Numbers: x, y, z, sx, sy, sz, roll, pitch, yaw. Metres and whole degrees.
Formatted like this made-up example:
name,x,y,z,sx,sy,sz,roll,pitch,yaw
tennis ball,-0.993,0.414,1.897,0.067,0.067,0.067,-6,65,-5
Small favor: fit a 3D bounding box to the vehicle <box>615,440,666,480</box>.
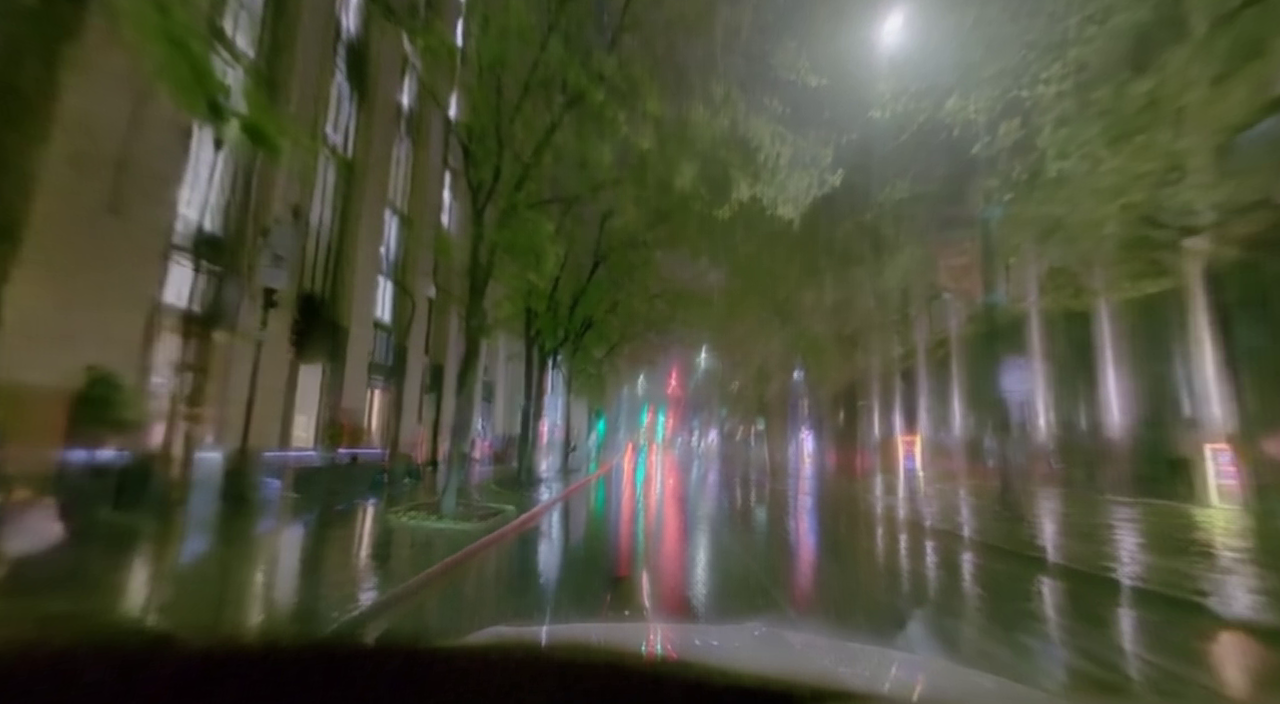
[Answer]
name,x,y,z,sx,sy,sz,roll,pitch,yaw
vehicle,-0.024,4.716,27.815,2.079,1.621,3.861,0,-8,-1
